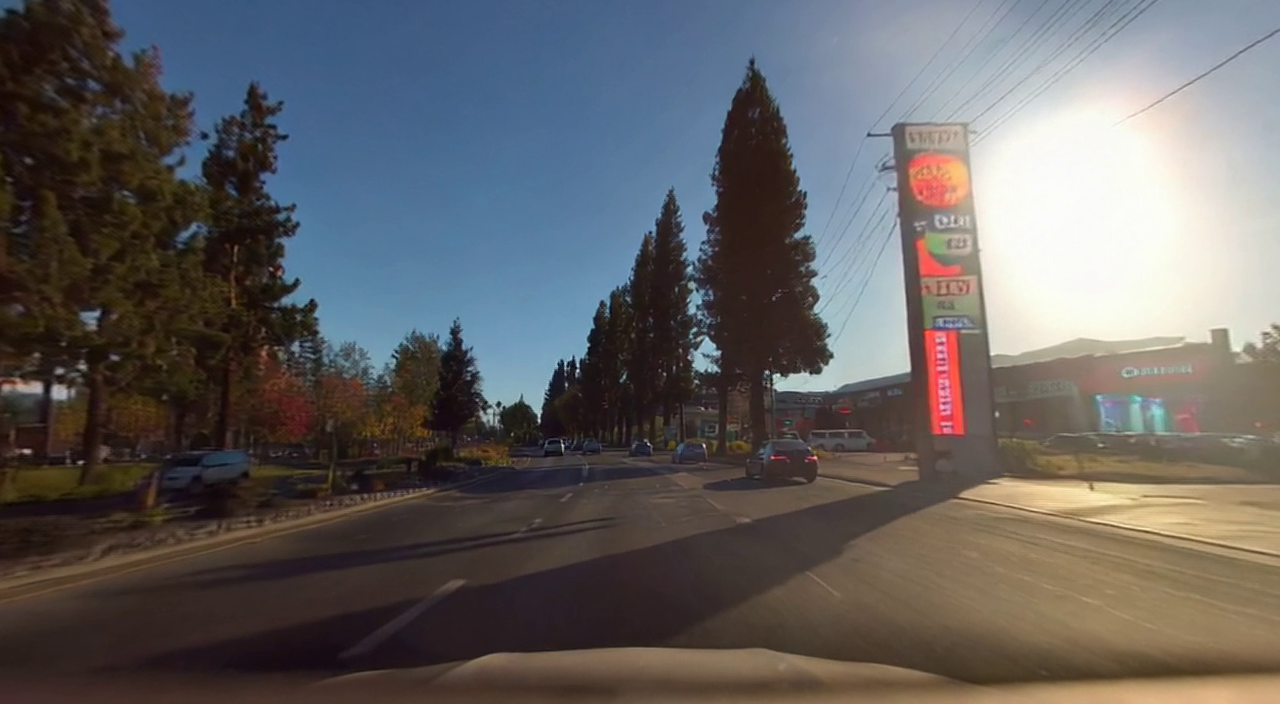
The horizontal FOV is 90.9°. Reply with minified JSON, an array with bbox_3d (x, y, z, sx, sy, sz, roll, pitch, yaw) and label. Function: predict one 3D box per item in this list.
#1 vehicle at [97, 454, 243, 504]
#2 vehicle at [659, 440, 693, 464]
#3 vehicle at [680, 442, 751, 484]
[{"bbox_3d":[-16.249,4.371,22.132,1.873,1.507,4.204,0,-8,-1],"label":"vehicle"},{"bbox_3d":[2.692,7.647,48.186,2.250,1.723,4.424,1,-8,-2],"label":"vehicle"},{"bbox_3d":[2.832,4.268,24.677,2.130,1.476,4.453,0,-8,-1],"label":"vehicle"}]
